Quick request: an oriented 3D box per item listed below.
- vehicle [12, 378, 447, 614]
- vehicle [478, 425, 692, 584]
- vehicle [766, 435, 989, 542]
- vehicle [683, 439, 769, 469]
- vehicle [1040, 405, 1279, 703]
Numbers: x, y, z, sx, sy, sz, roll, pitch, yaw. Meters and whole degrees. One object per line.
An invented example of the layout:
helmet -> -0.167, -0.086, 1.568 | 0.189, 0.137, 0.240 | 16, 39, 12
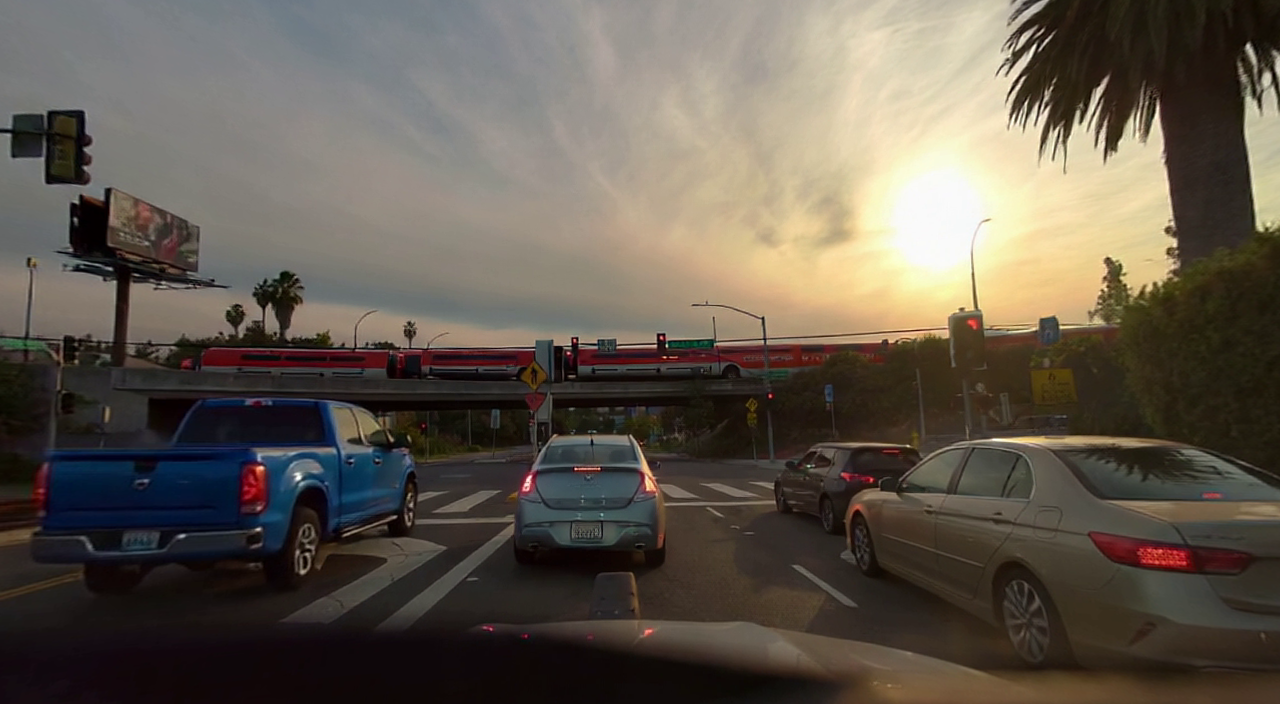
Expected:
vehicle -> -4.080, 1.543, 7.815 | 2.078, 1.838, 5.448 | 1, -9, -5
vehicle -> -0.620, 1.766, 8.159 | 2.035, 1.491, 4.090 | 0, -9, -3
vehicle -> 3.724, 2.215, 10.969 | 1.965, 1.448, 4.486 | 0, -9, -2
vehicle -> 4.245, 5.132, 31.940 | 1.878, 1.428, 4.416 | 5, -10, -32
vehicle -> 3.891, 0.890, 2.161 | 2.052, 1.496, 4.541 | 0, -9, 0
